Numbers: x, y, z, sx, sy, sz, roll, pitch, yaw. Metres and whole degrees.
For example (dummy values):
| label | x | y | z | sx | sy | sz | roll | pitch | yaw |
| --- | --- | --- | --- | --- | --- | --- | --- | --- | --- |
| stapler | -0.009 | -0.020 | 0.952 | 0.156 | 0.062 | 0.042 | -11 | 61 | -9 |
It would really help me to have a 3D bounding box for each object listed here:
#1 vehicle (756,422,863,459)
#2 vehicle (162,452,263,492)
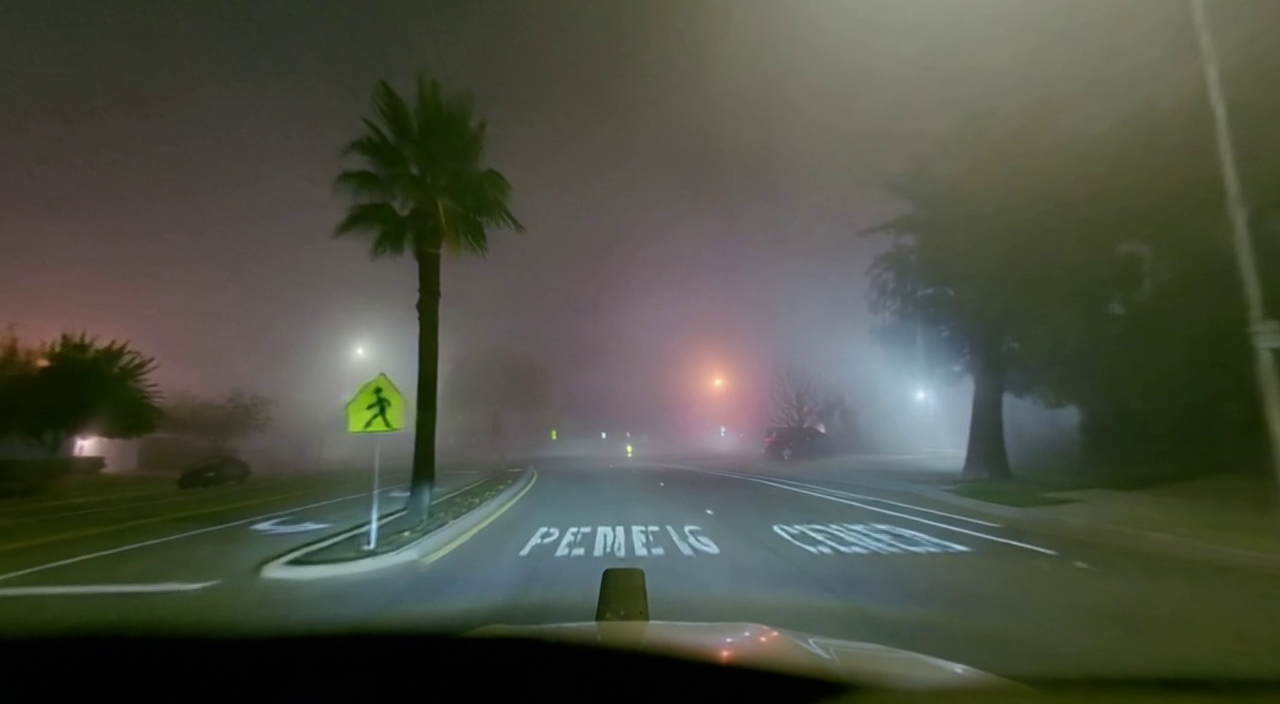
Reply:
| label | x | y | z | sx | sy | sz | roll | pitch | yaw |
| --- | --- | --- | --- | --- | --- | --- | --- | --- | --- |
| vehicle | 10.263 | 5.464 | 38.570 | 6.051 | 2.092 | 2.231 | -2 | -11 | 12 |
| vehicle | -18.451 | 5.167 | 27.472 | 1.941 | 1.470 | 4.384 | 0 | -8 | -10 |
